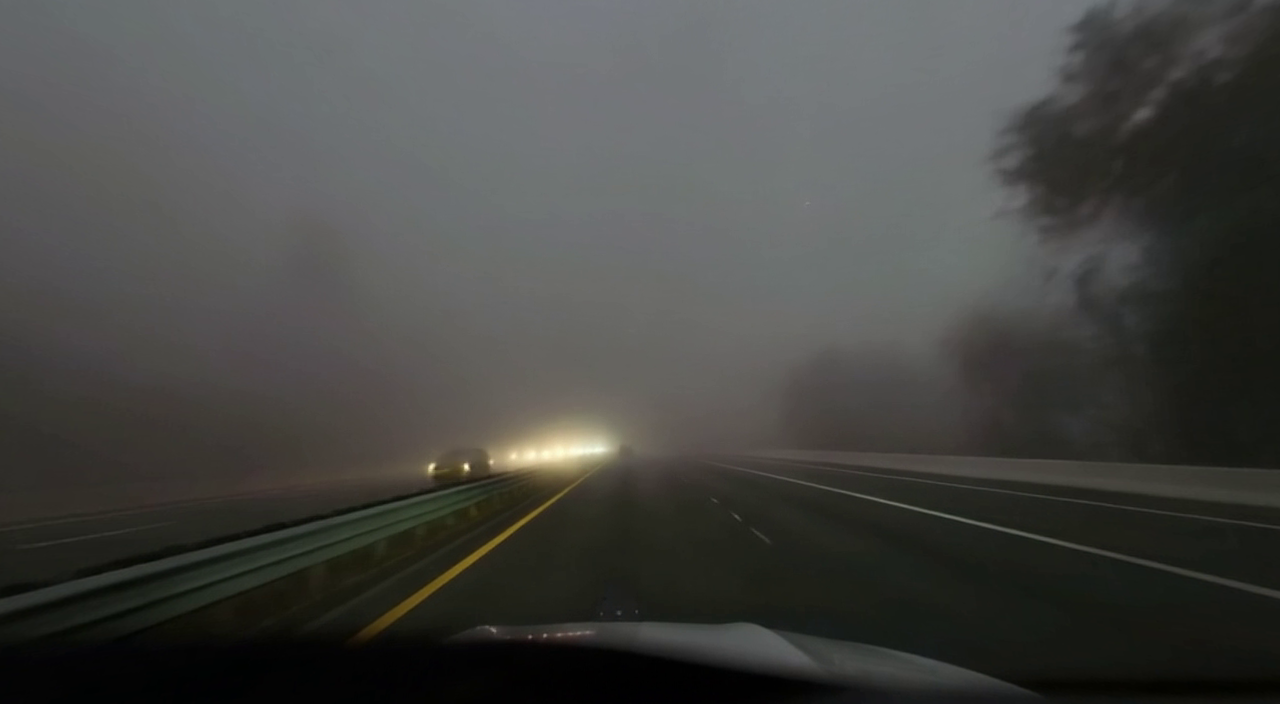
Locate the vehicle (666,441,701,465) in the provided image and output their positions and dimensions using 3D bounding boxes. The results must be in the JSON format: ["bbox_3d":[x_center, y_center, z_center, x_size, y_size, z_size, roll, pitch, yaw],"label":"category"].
[{"bbox_3d":[3.177,7.273,45.369,1.972,1.614,4.025,-2,-9,11],"label":"vehicle"}]

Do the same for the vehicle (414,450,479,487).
[{"bbox_3d":[-8.881,5.333,29.129,1.923,1.552,4.293,0,-9,-4],"label":"vehicle"}]
